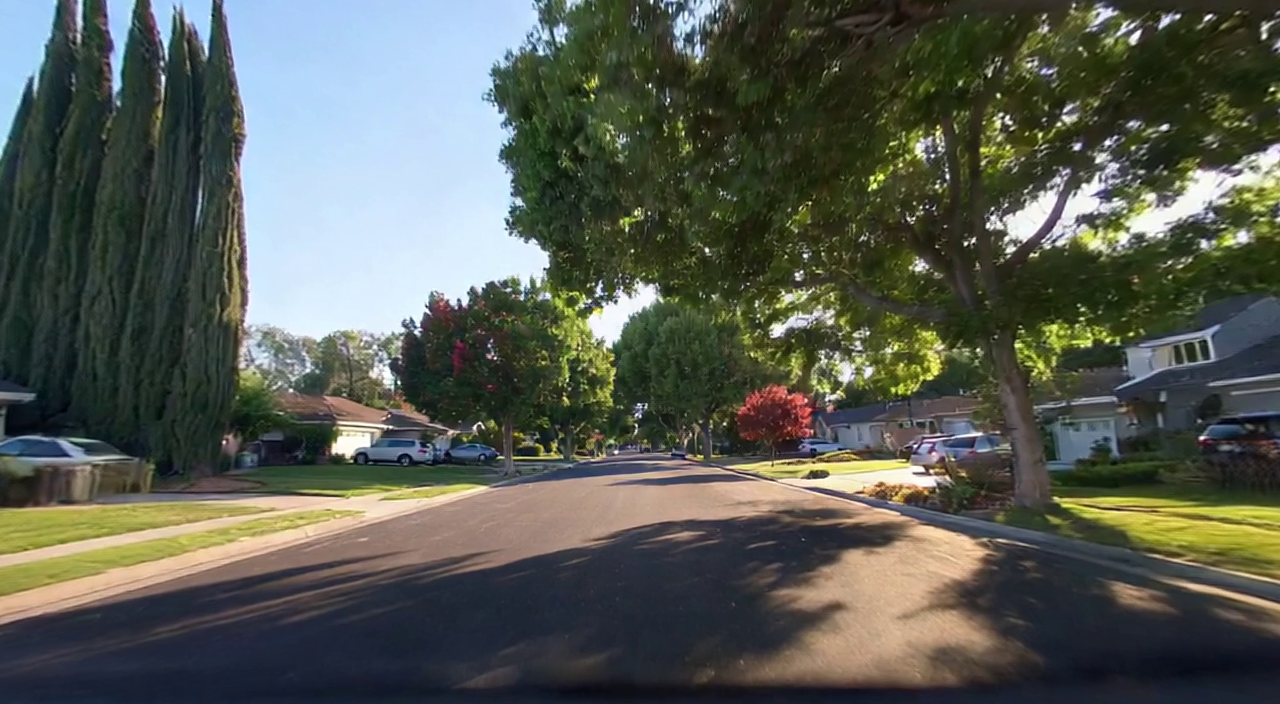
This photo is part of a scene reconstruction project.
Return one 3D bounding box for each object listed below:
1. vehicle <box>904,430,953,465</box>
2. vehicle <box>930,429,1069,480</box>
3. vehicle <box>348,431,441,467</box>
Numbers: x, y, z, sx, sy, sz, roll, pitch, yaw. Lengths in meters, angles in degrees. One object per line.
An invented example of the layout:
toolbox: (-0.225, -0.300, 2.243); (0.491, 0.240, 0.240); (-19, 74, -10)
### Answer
vehicle: (16.714, 5.541, 36.422); (2.288, 1.880, 4.939); (-4, -10, 25)
vehicle: (13.329, 3.772, 23.333); (4.708, 1.727, 2.076); (4, -10, -26)
vehicle: (-14.910, 5.930, 38.652); (2.575, 2.031, 5.155); (-2, -8, 18)
